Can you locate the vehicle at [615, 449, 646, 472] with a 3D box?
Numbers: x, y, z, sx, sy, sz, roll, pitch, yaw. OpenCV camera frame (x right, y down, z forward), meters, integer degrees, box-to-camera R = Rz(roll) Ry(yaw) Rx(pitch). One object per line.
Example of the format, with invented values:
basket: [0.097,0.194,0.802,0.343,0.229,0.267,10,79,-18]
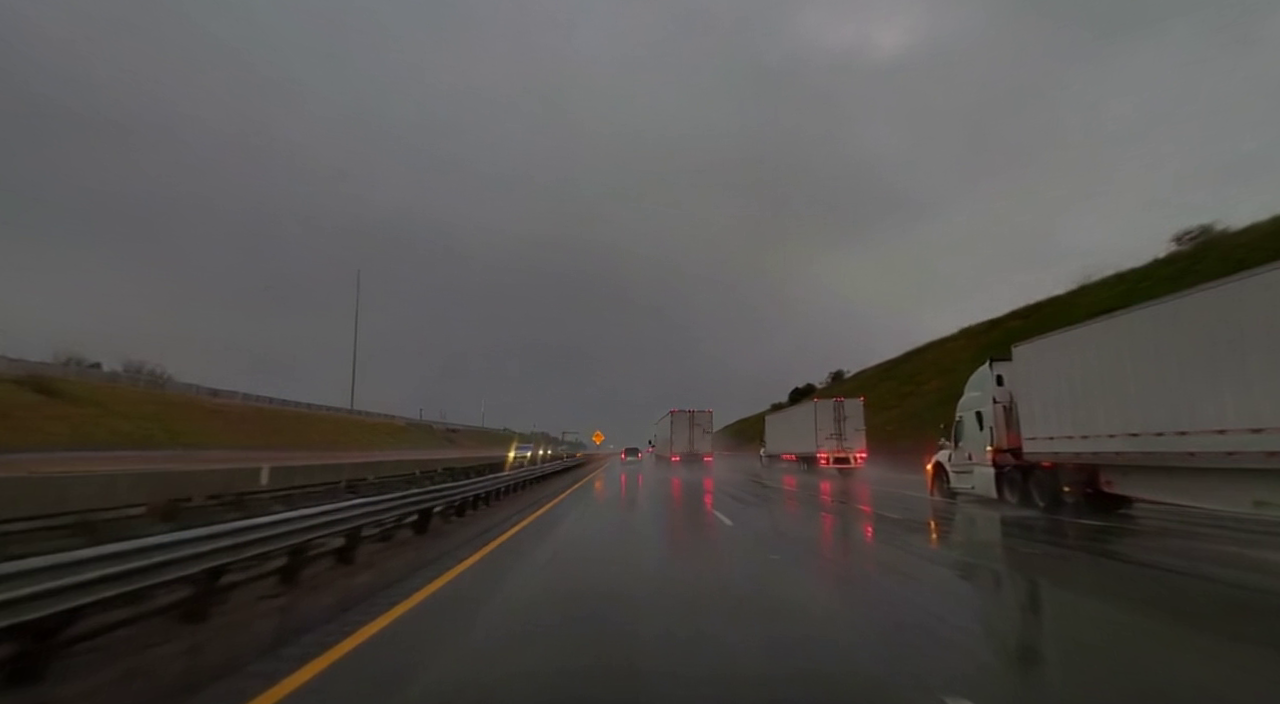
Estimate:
vehicle: [-0.659,7.077,41.231,1.927,1.437,3.794,0,-9,-2]

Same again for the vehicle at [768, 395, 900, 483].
vehicle: [10.568,5.165,36.787,2.854,4.112,14.088,0,-9,-2]

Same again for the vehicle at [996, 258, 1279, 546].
vehicle: [10.630,0.775,9.409,2.830,4.100,13.915,0,-9,1]

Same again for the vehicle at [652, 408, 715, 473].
vehicle: [2.793,6.587,46.077,2.986,3.916,15.375,0,-9,-2]
